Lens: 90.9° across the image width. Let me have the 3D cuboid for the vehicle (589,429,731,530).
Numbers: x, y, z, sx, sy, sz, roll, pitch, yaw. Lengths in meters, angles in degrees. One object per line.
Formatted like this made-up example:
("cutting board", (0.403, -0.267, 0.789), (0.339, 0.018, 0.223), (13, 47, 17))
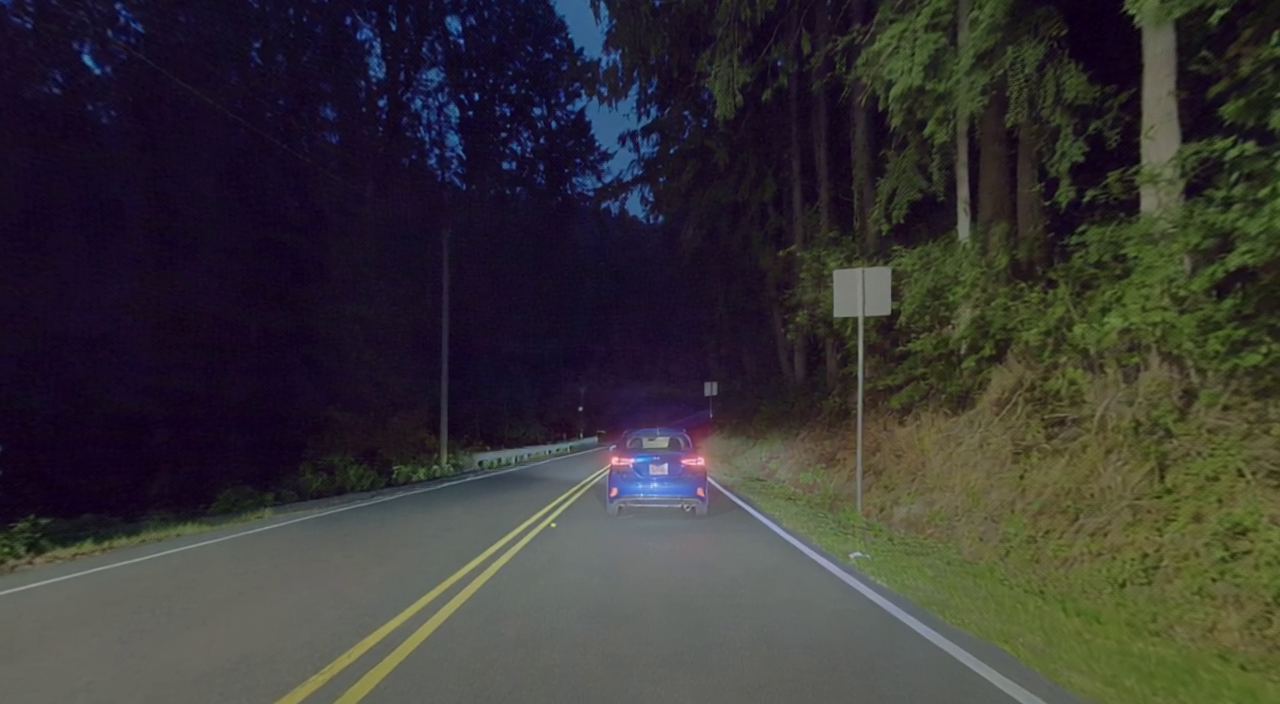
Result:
("vehicle", (0.320, 2.255, 11.671), (2.187, 1.533, 3.726), (0, -8, 0))
